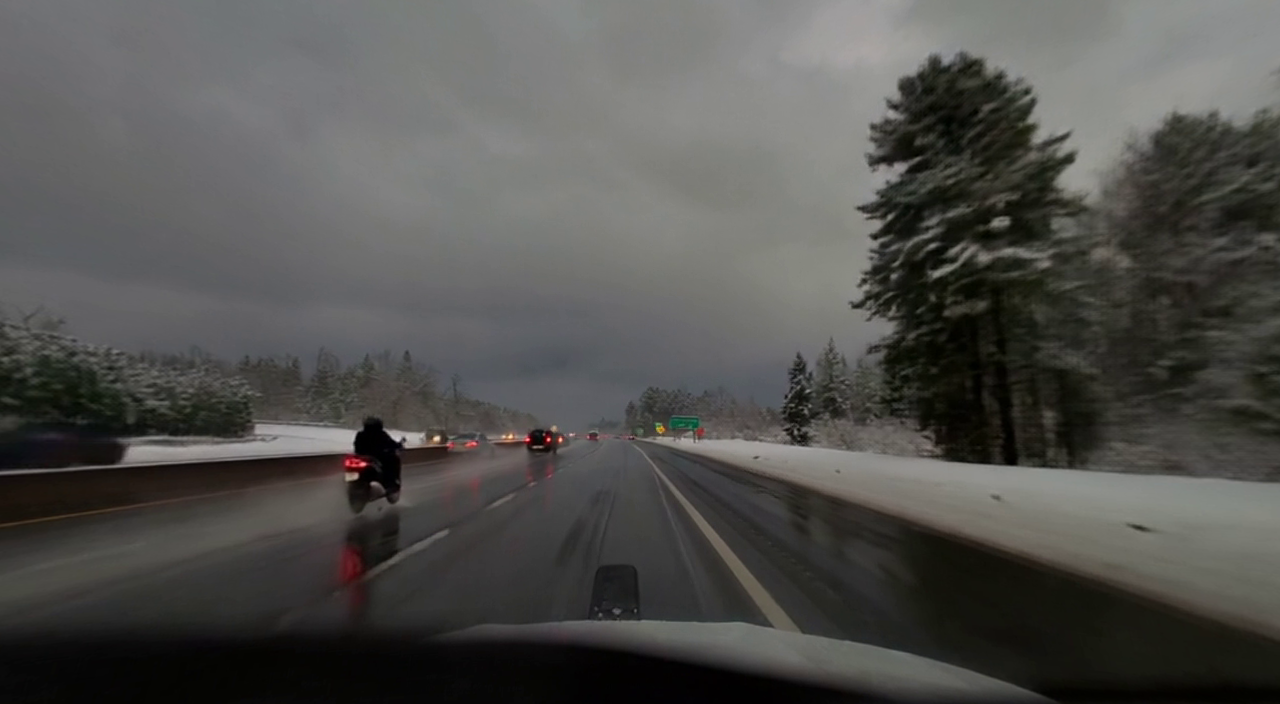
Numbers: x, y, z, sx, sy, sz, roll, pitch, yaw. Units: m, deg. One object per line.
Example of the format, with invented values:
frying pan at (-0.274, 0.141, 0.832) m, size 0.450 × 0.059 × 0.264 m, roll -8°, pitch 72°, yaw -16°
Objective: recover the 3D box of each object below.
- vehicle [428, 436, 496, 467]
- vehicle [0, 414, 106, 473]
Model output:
vehicle at (-8.698, 4.860, 31.220) m, size 2.053 × 1.409 × 4.704 m, roll 0°, pitch -8°, yaw -1°
vehicle at (-16.853, 2.399, 16.593) m, size 1.838 × 1.466 × 4.221 m, roll 0°, pitch -8°, yaw 0°
